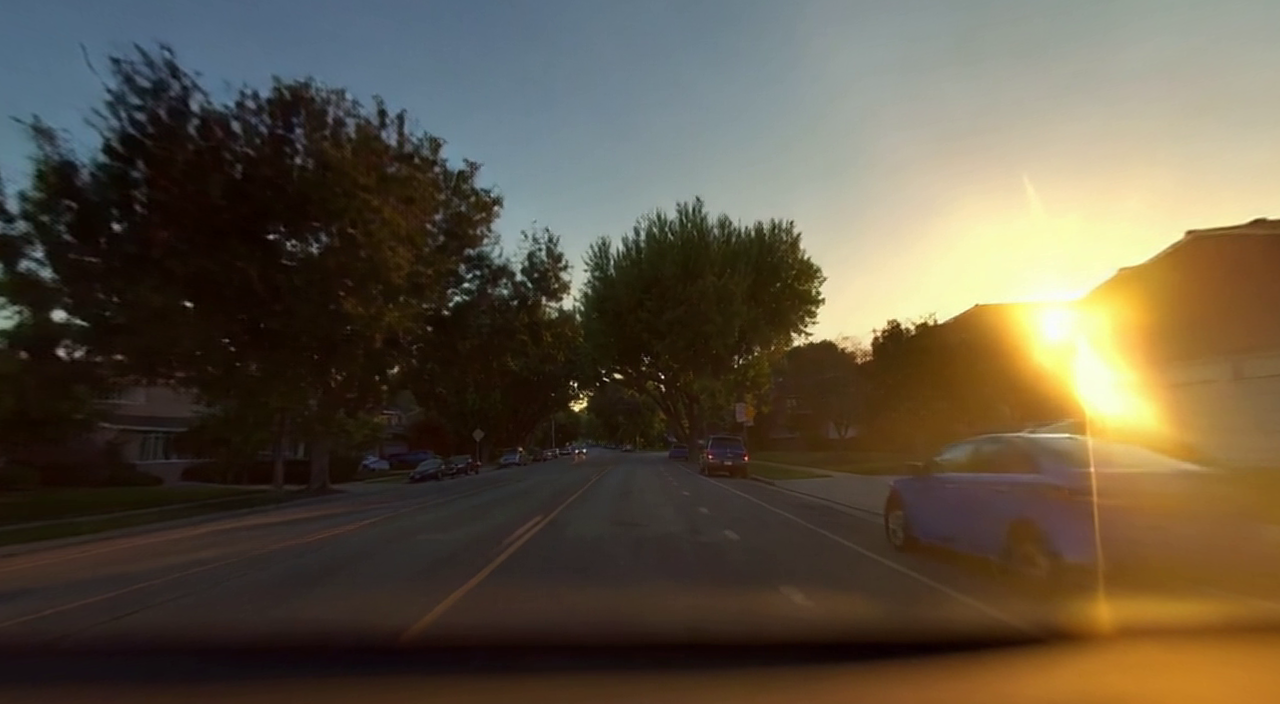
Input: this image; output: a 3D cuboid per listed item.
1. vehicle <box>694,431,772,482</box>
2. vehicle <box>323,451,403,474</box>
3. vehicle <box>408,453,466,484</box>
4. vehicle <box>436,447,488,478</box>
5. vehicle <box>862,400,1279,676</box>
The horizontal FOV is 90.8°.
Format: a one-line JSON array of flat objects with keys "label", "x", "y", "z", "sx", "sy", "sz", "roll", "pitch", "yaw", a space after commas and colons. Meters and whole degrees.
[{"label": "vehicle", "x": 3.848, "y": 4.469, "z": 27.403, "sx": 2.319, "sy": 1.938, "sz": 5.961, "roll": 0, "pitch": -8, "yaw": -2}, {"label": "vehicle", "x": -19.221, "y": 7.685, "z": 43.959, "sx": 4.569, "sy": 1.498, "sz": 2.072, "roll": 0, "pitch": -8, "yaw": 0}, {"label": "vehicle", "x": -11.079, "y": 6.355, "z": 34.795, "sx": 1.815, "sy": 1.532, "sz": 4.517, "roll": 0, "pitch": -8, "yaw": -2}, {"label": "vehicle", "x": -11.067, "y": 6.889, "z": 39.688, "sx": 1.981, "sy": 1.790, "sz": 4.682, "roll": 0, "pitch": -8, "yaw": -1}, {"label": "vehicle", "x": 4.093, "y": 1.465, "z": 6.161, "sx": 2.173, "sy": 1.656, "sz": 4.514, "roll": 0, "pitch": -8, "yaw": -1}]
